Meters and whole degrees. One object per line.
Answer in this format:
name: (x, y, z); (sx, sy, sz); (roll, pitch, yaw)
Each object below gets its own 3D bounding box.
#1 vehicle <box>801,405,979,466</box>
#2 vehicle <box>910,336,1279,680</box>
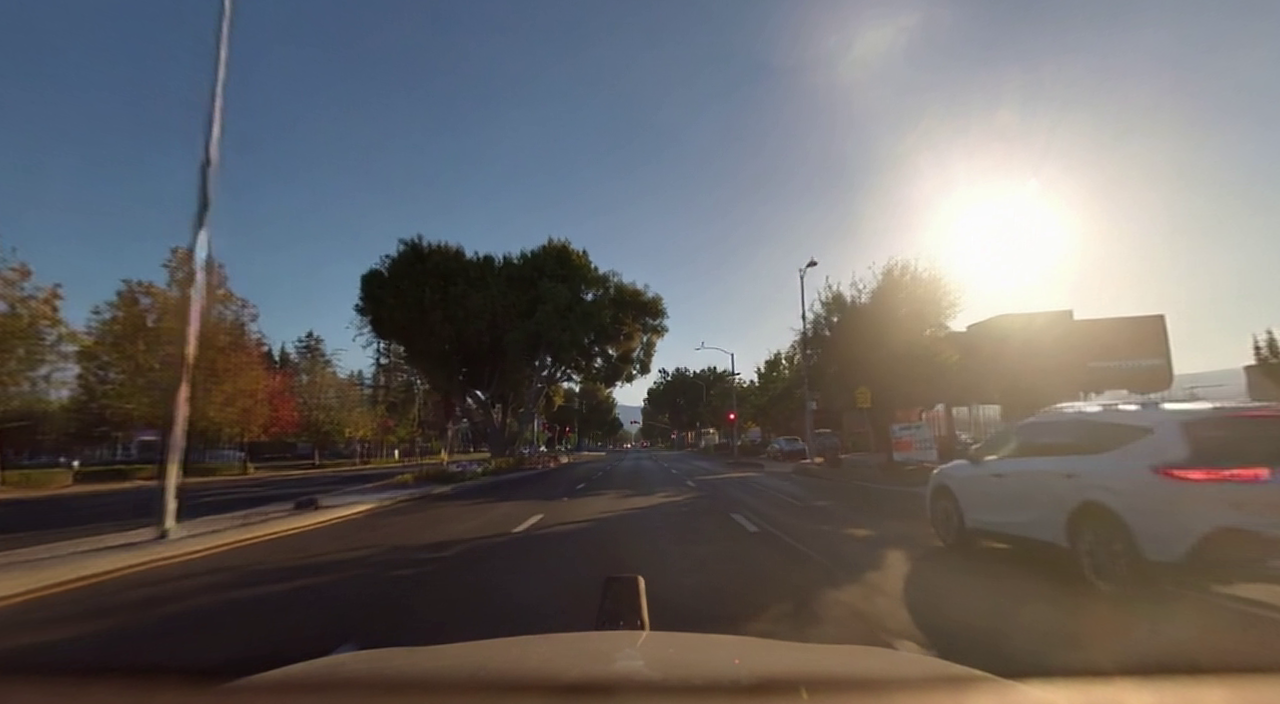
vehicle: (14.457, 4.879, 37.070); (9.127, 3.409, 2.992); (0, -8, -1)
vehicle: (4.660, 1.179, 5.698); (2.245, 1.864, 5.076); (0, -8, 1)
